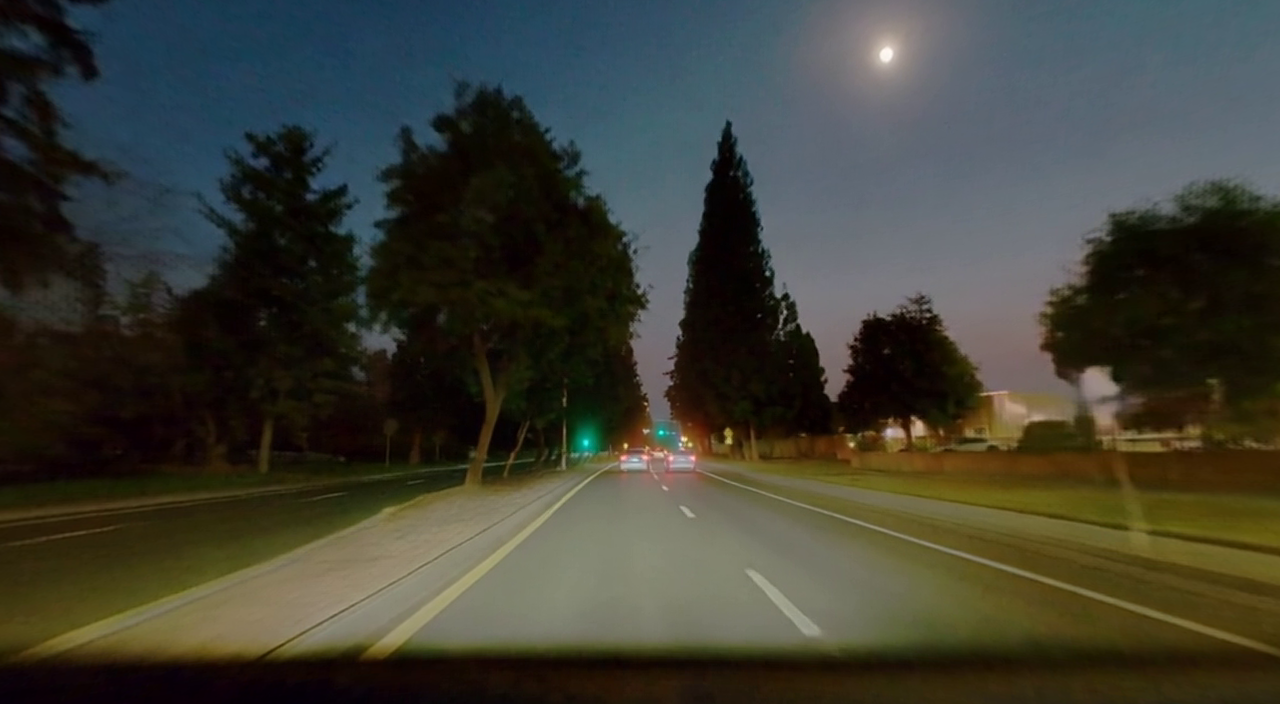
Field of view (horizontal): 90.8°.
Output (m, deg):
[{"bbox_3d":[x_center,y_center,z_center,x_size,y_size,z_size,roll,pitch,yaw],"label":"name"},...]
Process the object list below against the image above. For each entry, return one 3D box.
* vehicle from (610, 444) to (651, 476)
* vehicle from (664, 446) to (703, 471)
[{"bbox_3d":[-0.457,5.607,33.037,2.018,1.511,3.993,0,-8,0],"label":"vehicle"},{"bbox_3d":[2.705,6.758,40.262,2.057,1.496,4.401,0,-8,-2],"label":"vehicle"}]
